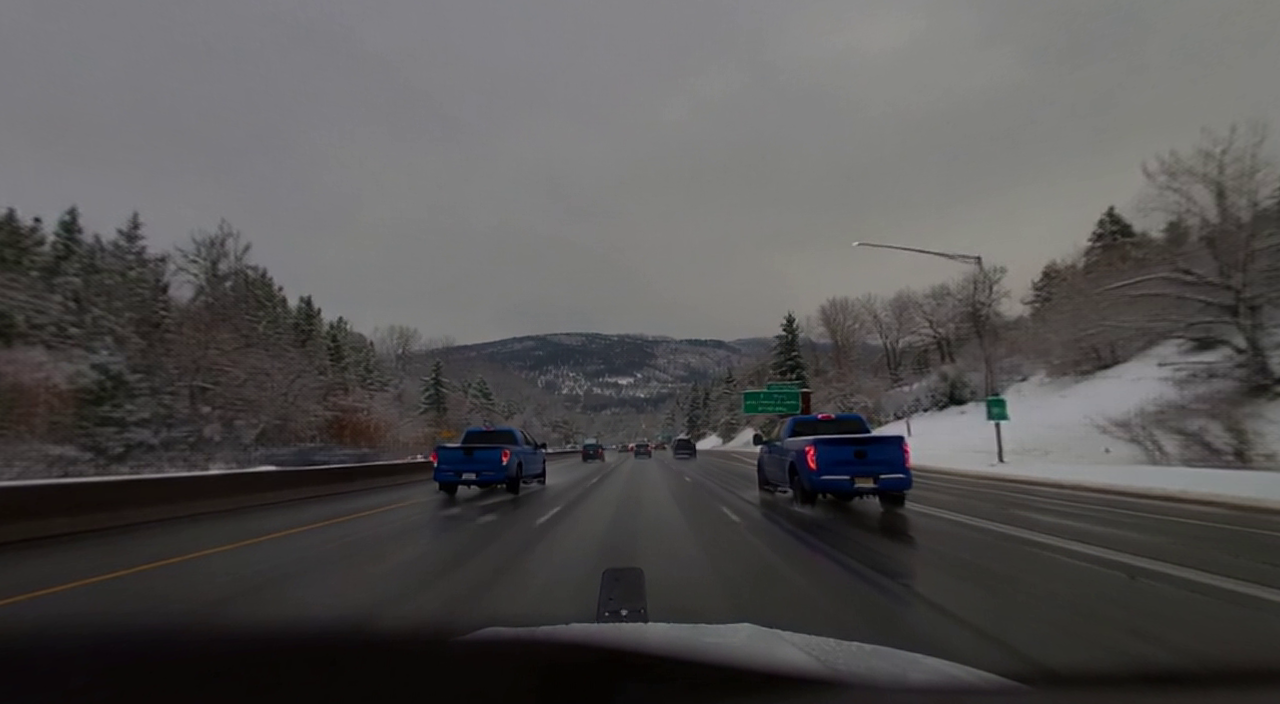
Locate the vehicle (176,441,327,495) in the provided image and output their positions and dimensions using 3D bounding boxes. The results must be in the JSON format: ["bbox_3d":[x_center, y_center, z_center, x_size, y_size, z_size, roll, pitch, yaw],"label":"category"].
[{"bbox_3d":[-13.590,4.064,22.565,2.121,1.686,5.007,-1,-8,1],"label":"vehicle"}]

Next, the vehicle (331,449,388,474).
[{"bbox_3d":[-20.427,7.966,46.169,1.919,1.673,4.612,0,-9,1],"label":"vehicle"}]

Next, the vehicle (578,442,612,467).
[{"bbox_3d":[-3.385,7.753,47.894,2.235,1.785,4.386,0,-8,1],"label":"vehicle"}]

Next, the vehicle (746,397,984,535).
[{"bbox_3d":[3.687,2.043,11.885,2.424,1.952,5.611,0,-8,0],"label":"vehicle"}]

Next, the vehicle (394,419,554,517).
[{"bbox_3d":[-3.570,2.619,14.795,2.227,1.853,5.161,-1,-8,1],"label":"vehicle"}]
